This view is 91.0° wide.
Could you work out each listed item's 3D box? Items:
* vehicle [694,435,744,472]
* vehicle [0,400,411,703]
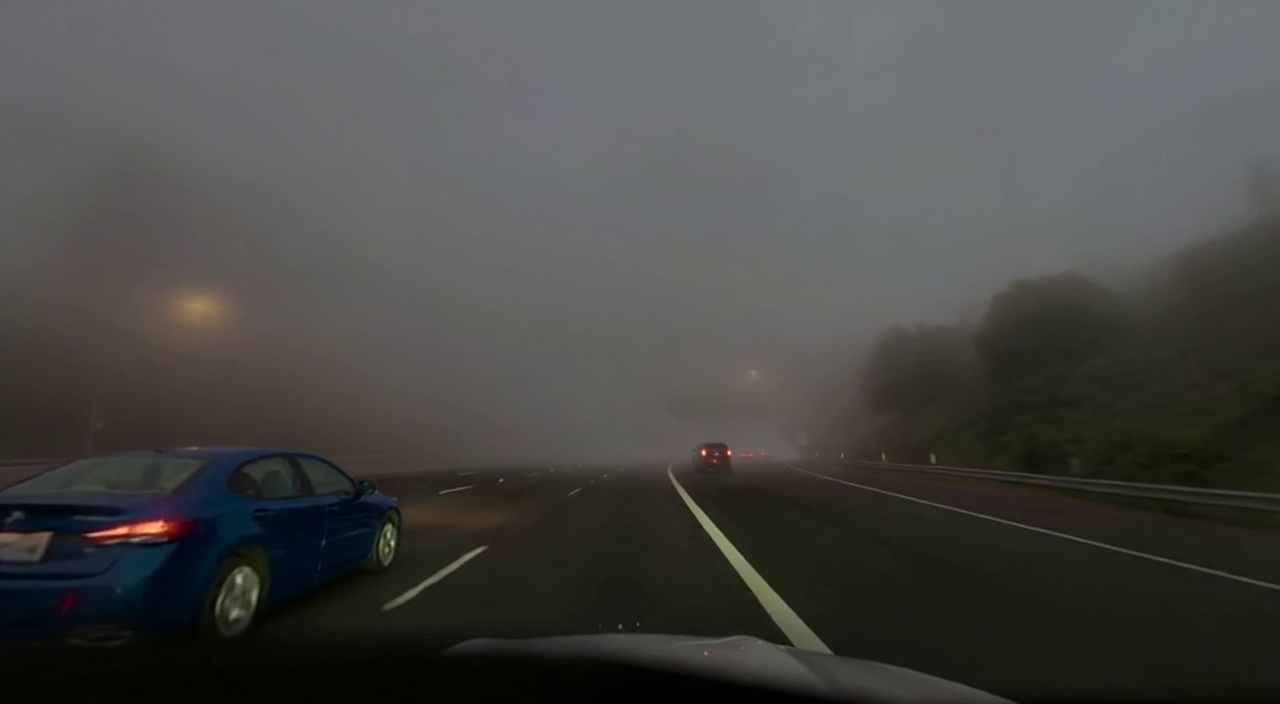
[{"bbox_3d":[4.150,5.409,33.673,2.225,1.833,4.340,-1,-9,2],"label":"vehicle"},{"bbox_3d":[-3.511,1.268,4.624,1.937,1.490,4.372,0,-9,1],"label":"vehicle"}]
